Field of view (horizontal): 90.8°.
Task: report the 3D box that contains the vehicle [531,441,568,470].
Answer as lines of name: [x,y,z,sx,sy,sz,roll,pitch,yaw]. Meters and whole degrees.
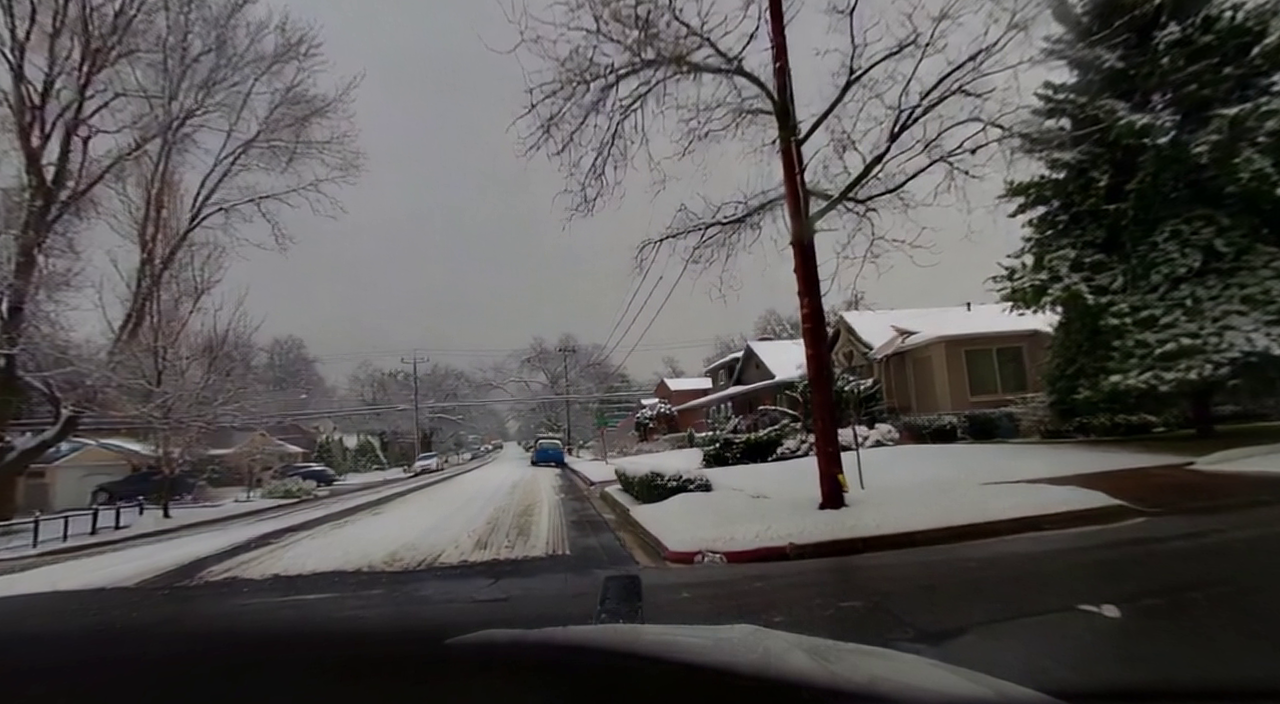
vehicle: [-5.573,6.297,38.593,2.005,1.553,3.984,-2,-9,-10]

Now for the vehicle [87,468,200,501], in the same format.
vehicle: [-26.780,7.158,34.222,4.404,1.495,1.844,0,-9,-8]

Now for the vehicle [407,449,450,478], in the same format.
vehicle: [-15.632,8.211,46.934,2.208,1.834,4.675,-3,-8,-10]
